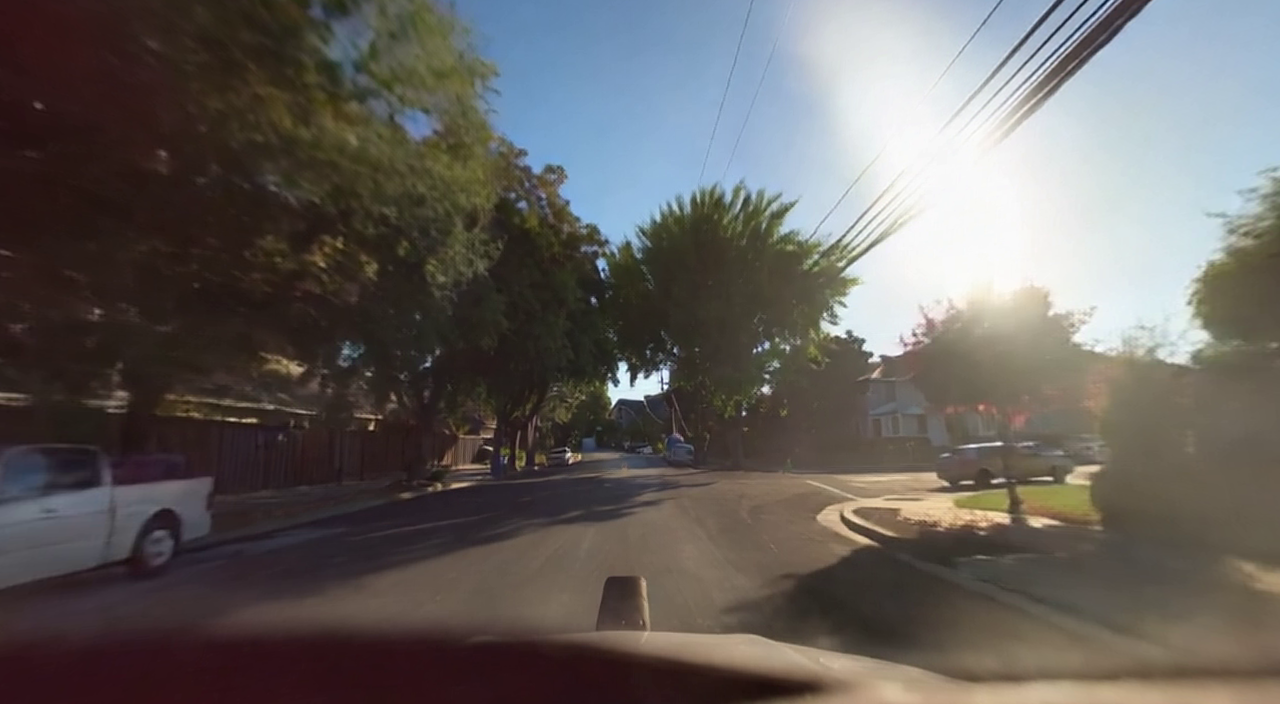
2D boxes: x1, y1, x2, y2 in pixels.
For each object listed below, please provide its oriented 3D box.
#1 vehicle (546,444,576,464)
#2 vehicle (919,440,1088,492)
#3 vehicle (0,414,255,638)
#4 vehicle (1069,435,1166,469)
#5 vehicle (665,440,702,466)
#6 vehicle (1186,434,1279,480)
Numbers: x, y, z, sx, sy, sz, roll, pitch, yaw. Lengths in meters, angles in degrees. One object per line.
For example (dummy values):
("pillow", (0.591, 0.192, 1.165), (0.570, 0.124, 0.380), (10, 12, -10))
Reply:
("vehicle", (-6.148, 8.010, 49.375), (1.947, 1.557, 3.900), (0, -9, -2))
("vehicle", (12.537, 3.914, 21.832), (4.708, 1.527, 2.113), (0, -8, -10))
("vehicle", (-6.011, 1.518, 5.902), (1.998, 1.742, 4.210), (0, -9, 1))
("vehicle", (27.308, 5.699, 35.900), (4.674, 1.831, 2.139), (3, -10, -22))
("vehicle", (3.042, 7.232, 44.914), (2.140, 1.749, 4.369), (1, -9, -3))
("vehicle", (24.431, 4.166, 25.044), (4.304, 1.710, 1.936), (3, -9, -20))
